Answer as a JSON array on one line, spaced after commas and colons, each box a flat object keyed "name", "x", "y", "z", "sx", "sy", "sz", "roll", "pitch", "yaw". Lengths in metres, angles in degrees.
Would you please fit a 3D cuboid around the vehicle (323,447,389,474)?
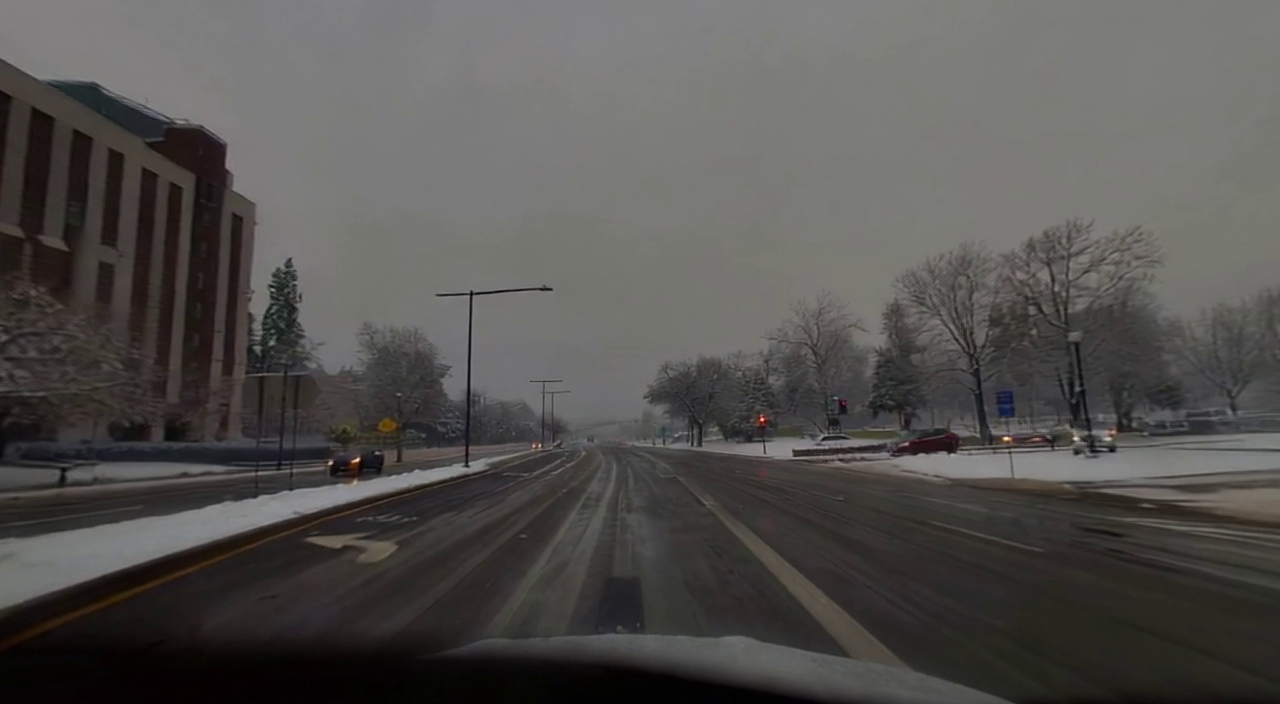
[{"name": "vehicle", "x": -17.801, "y": 6.829, "z": 39.908, "sx": 2.039, "sy": 1.466, "sz": 4.783, "roll": -2, "pitch": -8, "yaw": -1}]

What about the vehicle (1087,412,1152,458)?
[{"name": "vehicle", "x": 25.318, "y": 4.404, "z": 33.437, "sx": 1.246, "sy": 2.287, "sz": 2.709, "roll": -1, "pitch": -9, "yaw": 2}]

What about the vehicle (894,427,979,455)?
[{"name": "vehicle", "x": 21.593, "y": 6.508, "z": 46.148, "sx": 4.958, "sy": 1.960, "sz": 2.402, "roll": -1, "pitch": -8, "yaw": 3}]
